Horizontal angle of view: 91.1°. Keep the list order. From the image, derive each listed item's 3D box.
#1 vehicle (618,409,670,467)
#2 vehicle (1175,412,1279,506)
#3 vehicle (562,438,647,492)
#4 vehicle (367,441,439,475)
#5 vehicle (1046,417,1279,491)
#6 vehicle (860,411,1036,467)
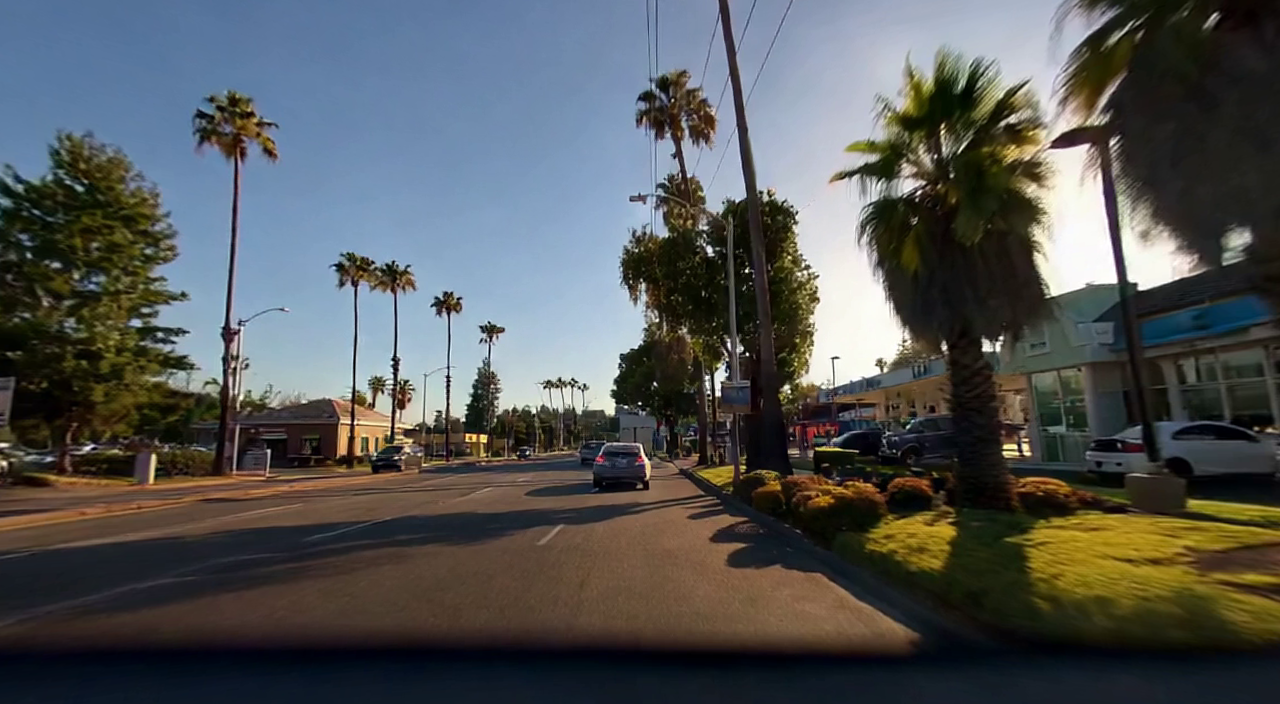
[{"bbox_3d":[0.262,5.762,41.689,3.100,3.468,8.108,0,-9,0],"label":"vehicle"},{"bbox_3d":[12.379,1.825,10.774,4.586,1.464,1.954,0,-9,-1],"label":"vehicle"},{"bbox_3d":[-0.951,3.479,19.680,2.145,1.483,4.453,0,-9,4],"label":"vehicle"},{"bbox_3d":[-12.140,5.435,32.444,1.895,1.592,4.305,0,-9,2],"label":"vehicle"},{"bbox_3d":[11.756,2.213,13.686,4.474,1.486,1.897,0,-9,-2],"label":"vehicle"},{"bbox_3d":[12.406,3.559,25.569,5.968,2.162,2.319,1,-9,-5],"label":"vehicle"}]
